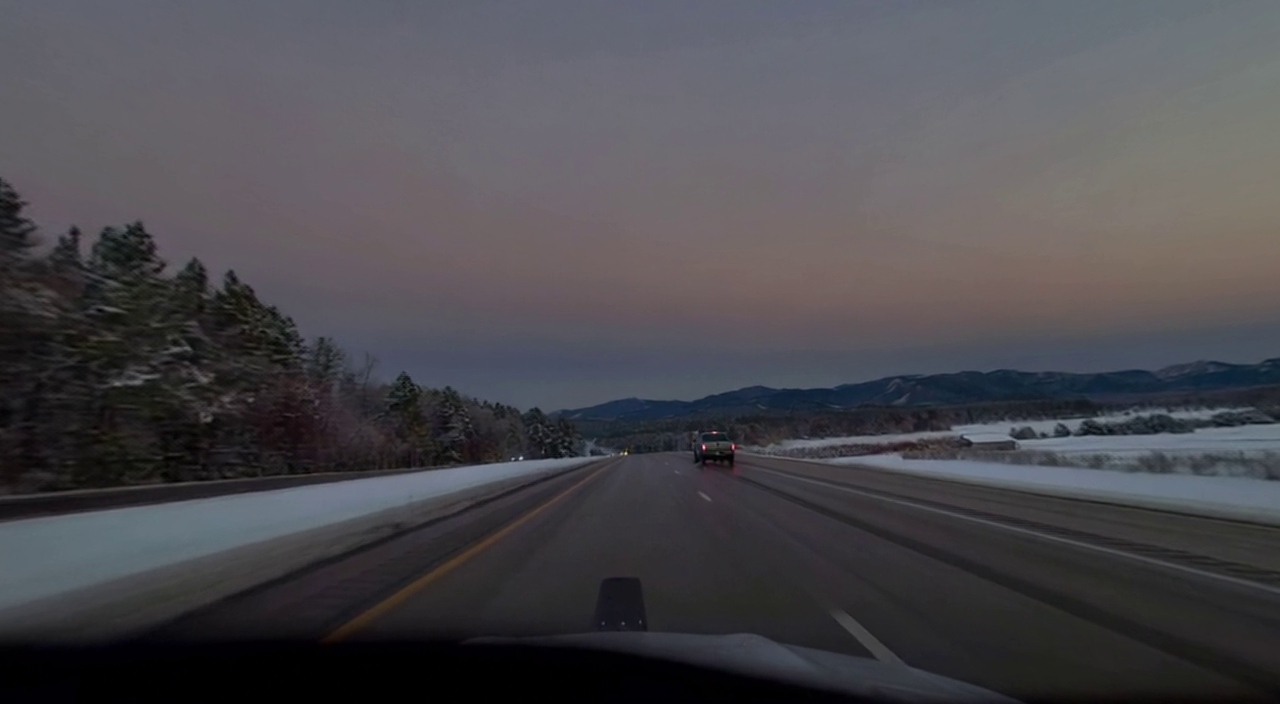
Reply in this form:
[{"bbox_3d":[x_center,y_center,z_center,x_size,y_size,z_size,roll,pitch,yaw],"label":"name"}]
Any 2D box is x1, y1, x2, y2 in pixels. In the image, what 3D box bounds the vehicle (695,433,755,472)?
[{"bbox_3d":[3.800,4.594,28.960,2.157,1.640,4.056,0,-9,0],"label":"vehicle"}]
